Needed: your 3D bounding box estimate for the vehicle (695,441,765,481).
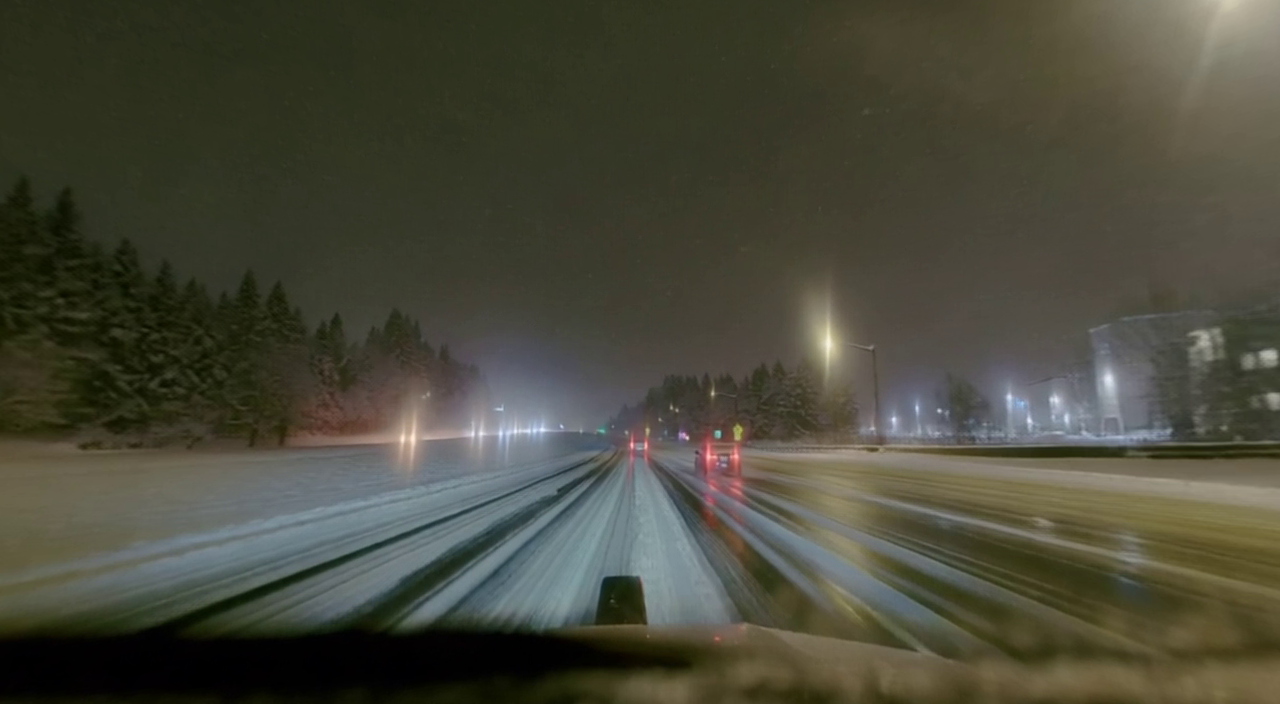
[{"bbox_3d":[3.497,4.338,25.436,2.069,1.431,4.313,0,-8,-2],"label":"vehicle"}]
